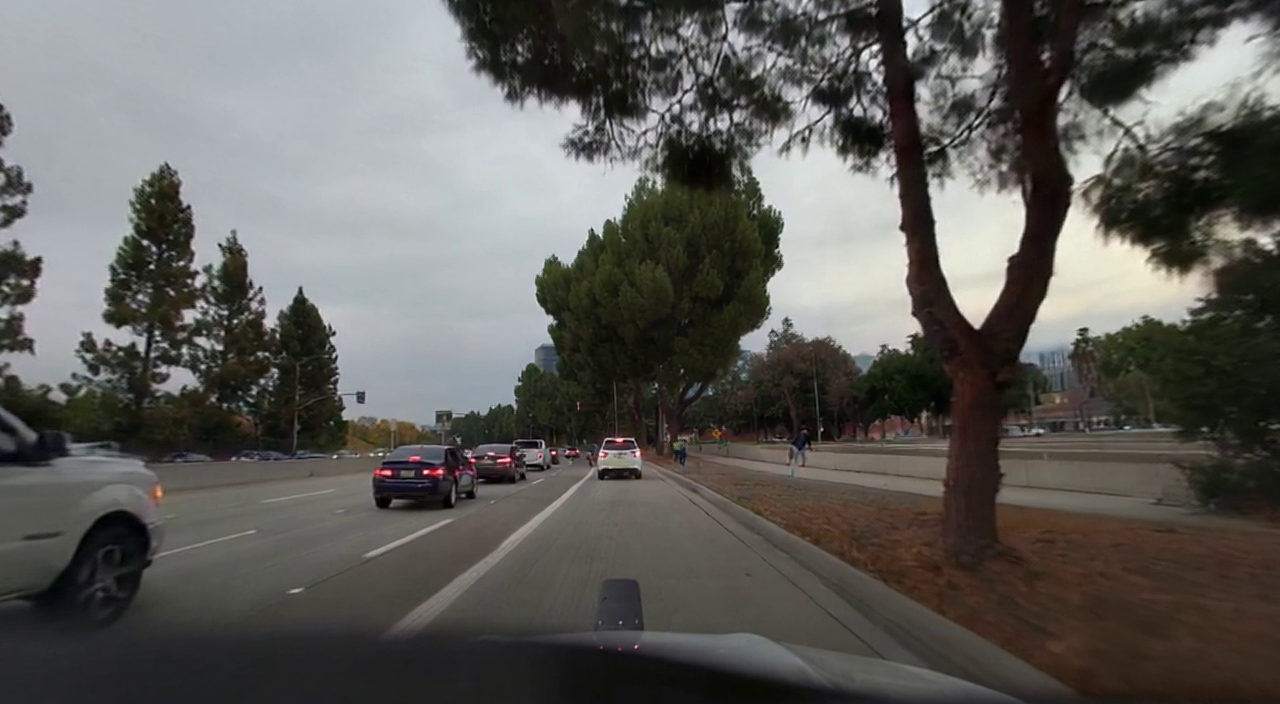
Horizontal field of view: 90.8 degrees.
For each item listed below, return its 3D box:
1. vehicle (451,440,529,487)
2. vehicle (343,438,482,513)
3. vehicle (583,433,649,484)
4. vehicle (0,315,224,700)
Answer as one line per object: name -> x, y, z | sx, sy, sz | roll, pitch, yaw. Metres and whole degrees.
vehicle -> -5.789, 4.343, 24.948 | 2.010, 1.674, 4.484 | 0, -9, -1
vehicle -> -5.558, 3.046, 16.085 | 2.069, 1.616, 4.108 | 0, -9, -1
vehicle -> -0.975, 4.176, 25.100 | 2.368, 1.829, 4.293 | 0, -9, -3
vehicle -> -4.931, 0.628, 1.936 | 2.860, 2.090, 6.593 | 0, -9, -1
